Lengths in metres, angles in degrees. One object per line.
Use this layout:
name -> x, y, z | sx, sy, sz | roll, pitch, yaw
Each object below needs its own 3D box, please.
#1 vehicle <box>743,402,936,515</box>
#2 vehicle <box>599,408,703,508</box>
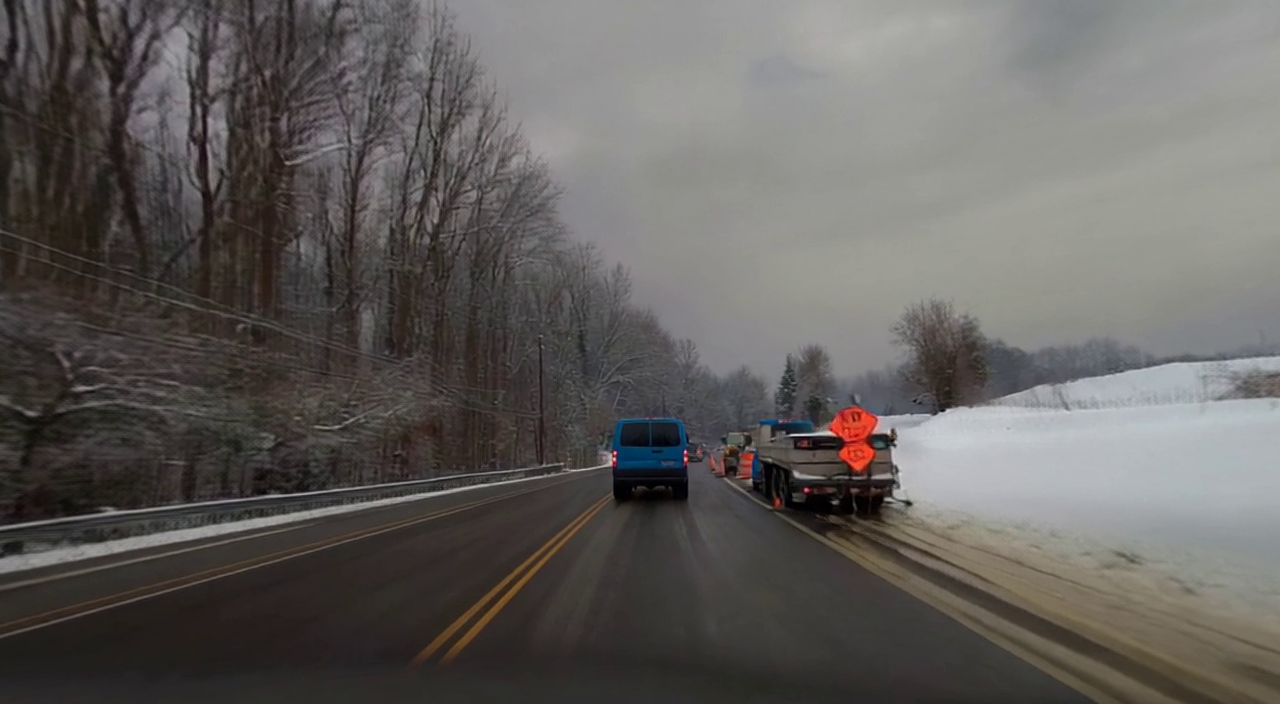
vehicle -> 4.259, 2.517, 15.440 | 2.833, 2.033, 7.668 | -1, -9, 5
vehicle -> 0.459, 2.782, 16.966 | 2.362, 2.247, 4.892 | -1, -9, 5
